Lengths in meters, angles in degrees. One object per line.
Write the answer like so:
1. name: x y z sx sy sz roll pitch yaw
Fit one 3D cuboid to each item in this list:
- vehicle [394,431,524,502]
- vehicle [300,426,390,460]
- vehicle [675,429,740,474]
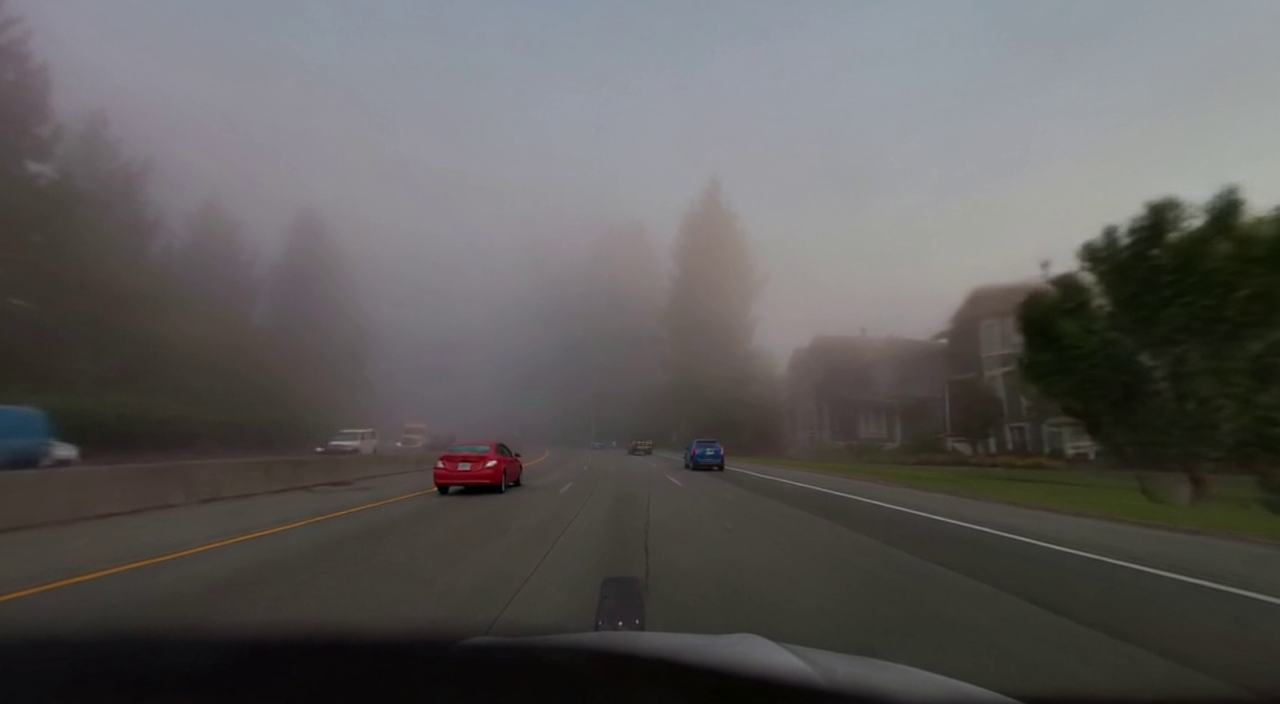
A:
1. vehicle: -4.363 2.824 15.990 2.036 1.528 4.400 0 -8 -1
2. vehicle: -17.449 5.432 37.673 2.878 1.844 5.557 1 -9 -3
3. vehicle: 2.712 4.141 26.341 2.092 1.686 4.188 1 -9 -3
